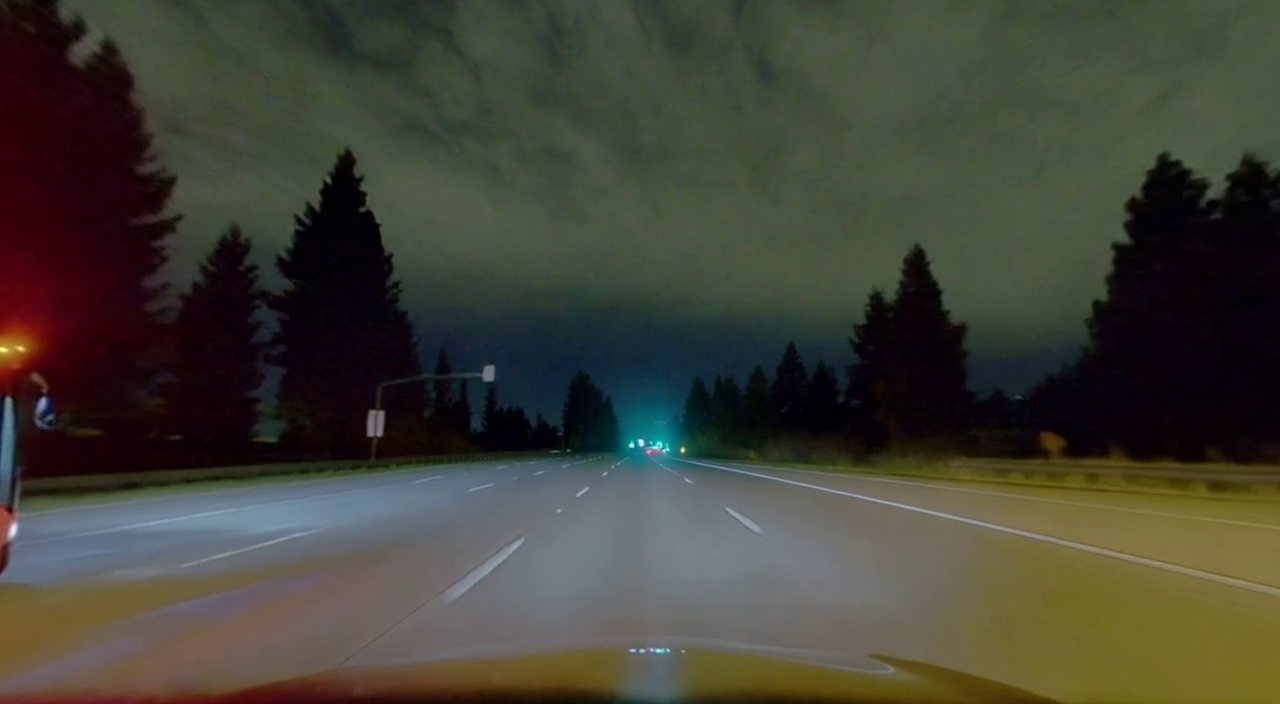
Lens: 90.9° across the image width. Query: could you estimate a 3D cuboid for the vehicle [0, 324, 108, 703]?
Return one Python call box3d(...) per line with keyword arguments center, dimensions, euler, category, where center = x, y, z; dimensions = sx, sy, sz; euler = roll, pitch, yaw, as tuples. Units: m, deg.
box3d(center=(-4.349, 0.559, 1.141), dimensions=(2.127, 1.985, 5.205), euler=(0, -8, 1), category="vehicle")
